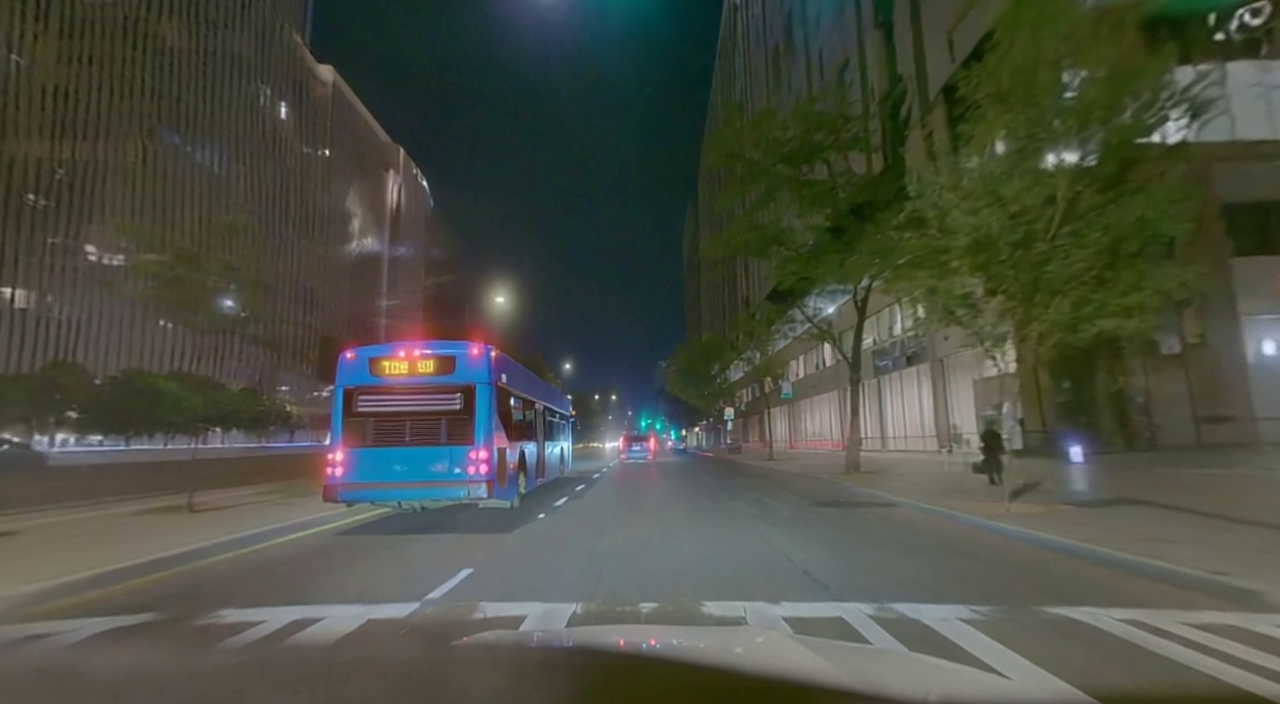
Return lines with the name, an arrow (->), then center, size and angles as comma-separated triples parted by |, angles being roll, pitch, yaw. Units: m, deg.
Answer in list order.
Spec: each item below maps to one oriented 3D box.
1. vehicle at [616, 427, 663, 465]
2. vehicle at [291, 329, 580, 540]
vehicle -> -0.014, 4.602, 30.944 | 2.120, 1.727, 3.917 | 0, -8, 0
vehicle -> -3.194, 1.699, 12.961 | 2.920, 2.884, 8.588 | 0, -8, 1
